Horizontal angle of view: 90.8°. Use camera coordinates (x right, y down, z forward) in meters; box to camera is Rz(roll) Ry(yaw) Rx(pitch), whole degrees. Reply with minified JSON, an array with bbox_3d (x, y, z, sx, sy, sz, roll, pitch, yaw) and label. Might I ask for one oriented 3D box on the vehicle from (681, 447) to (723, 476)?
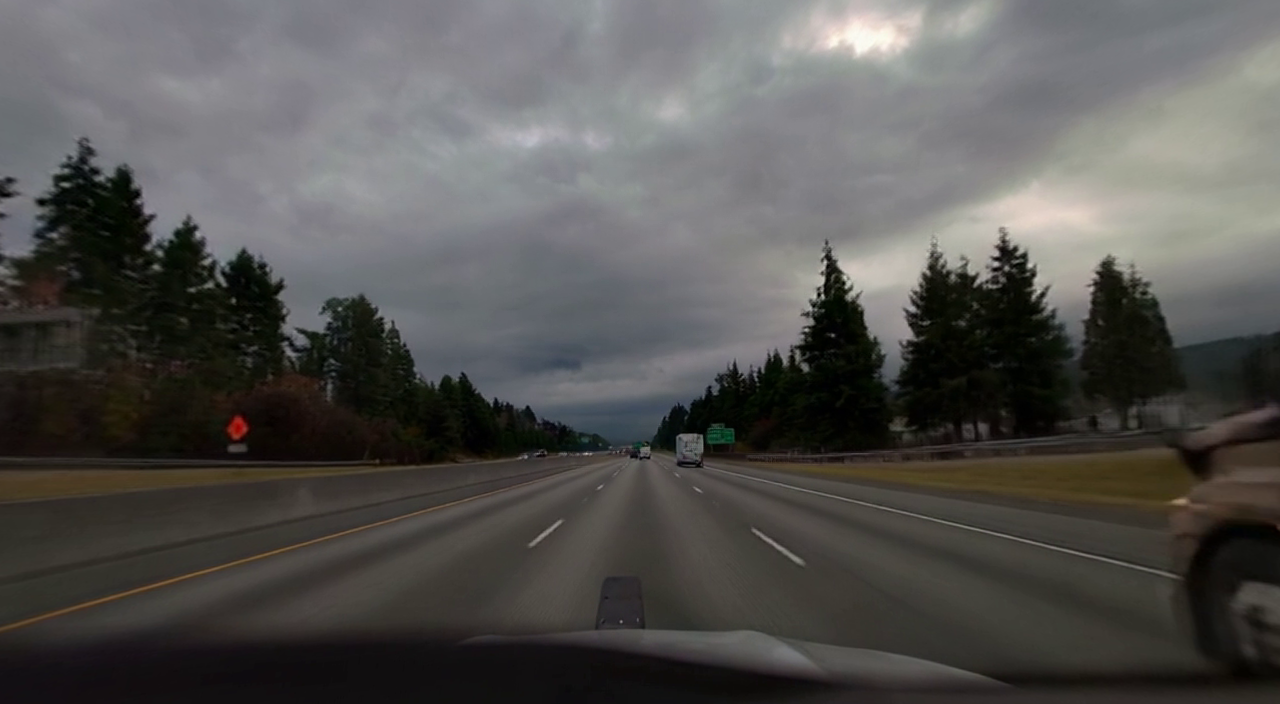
[{"bbox_3d":[3.565,6.360,36.840,2.019,1.601,3.953,0,-9,0],"label":"vehicle"}]
